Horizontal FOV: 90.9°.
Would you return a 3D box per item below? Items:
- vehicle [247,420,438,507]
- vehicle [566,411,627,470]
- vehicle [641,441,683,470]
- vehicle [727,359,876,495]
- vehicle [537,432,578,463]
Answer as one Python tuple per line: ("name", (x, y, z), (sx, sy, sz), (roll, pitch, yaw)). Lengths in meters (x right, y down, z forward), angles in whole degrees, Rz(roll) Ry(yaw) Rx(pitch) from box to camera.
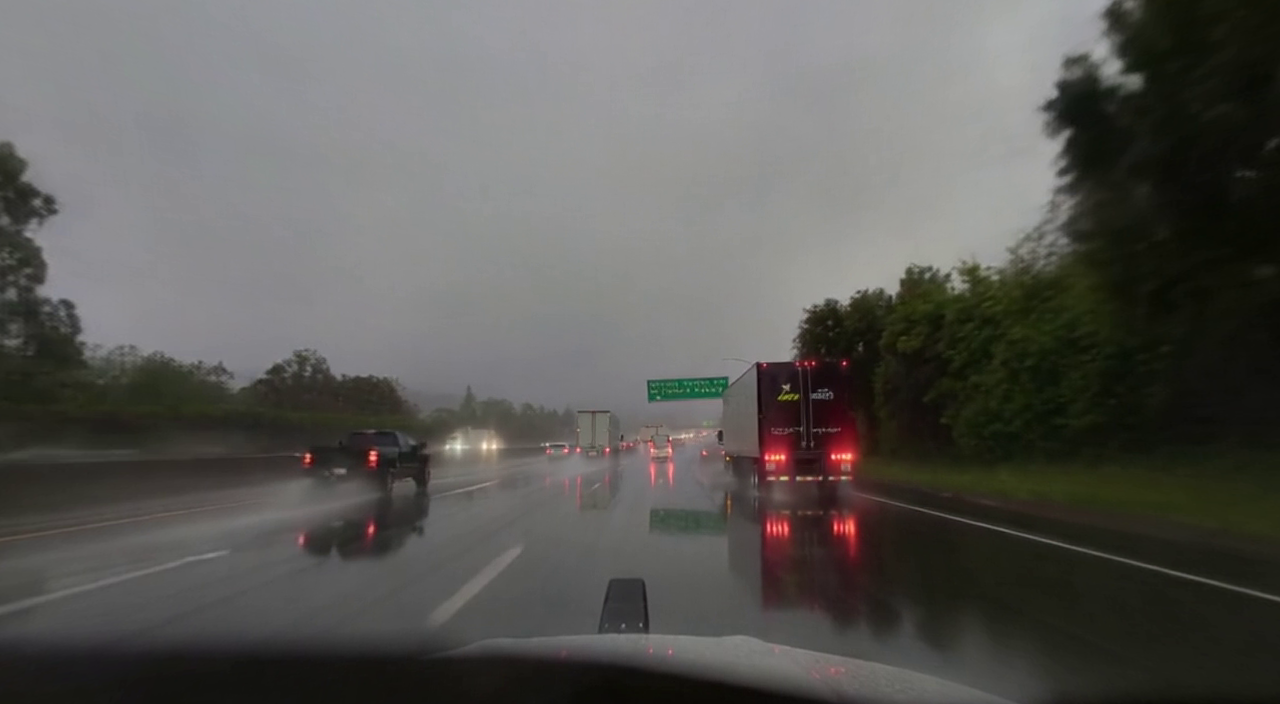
("vehicle", (-7.225, 2.792, 16.178), (2.272, 1.850, 5.156), (0, -8, 1))
("vehicle", (-2.428, 5.329, 37.864), (2.745, 3.156, 7.608), (0, -8, 3))
("vehicle", (1.196, 5.624, 34.464), (2.105, 1.502, 4.068), (0, -9, 2))
("vehicle", (4.652, 2.467, 20.044), (2.895, 3.484, 7.631), (0, -8, 2))
("vehicle", (-6.337, 7.430, 49.105), (2.322, 2.195, 5.556), (0, -9, 2))
